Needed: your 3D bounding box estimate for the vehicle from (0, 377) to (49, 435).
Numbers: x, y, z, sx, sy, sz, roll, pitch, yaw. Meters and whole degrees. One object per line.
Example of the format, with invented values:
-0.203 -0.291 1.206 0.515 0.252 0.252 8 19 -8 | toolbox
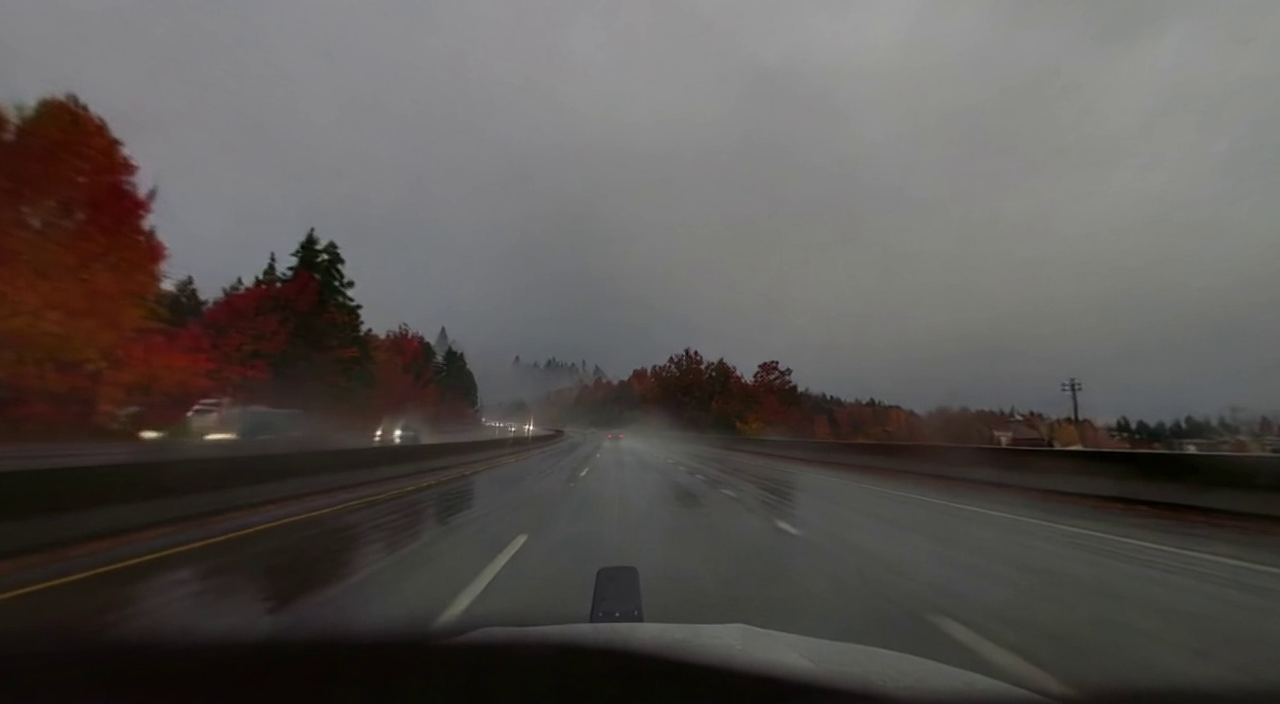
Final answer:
-47.311 4.204 46.929 10.856 3.901 3.560 -7 -10 43 | vehicle
